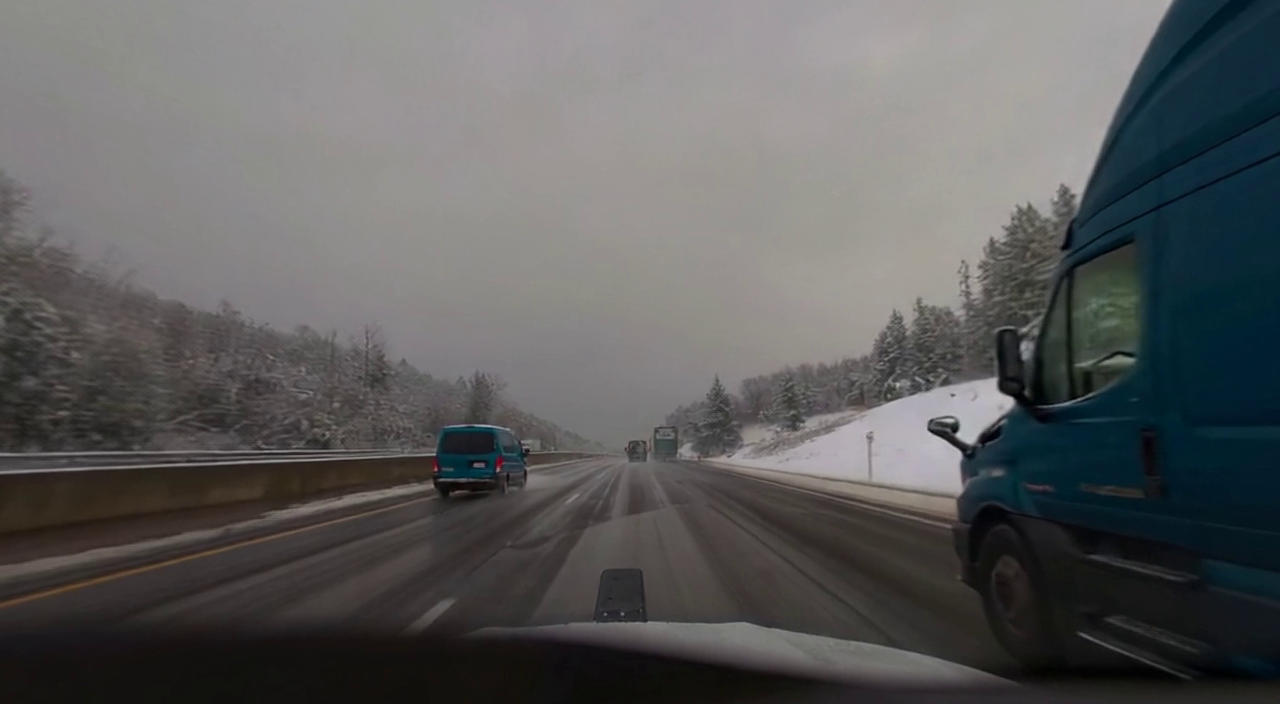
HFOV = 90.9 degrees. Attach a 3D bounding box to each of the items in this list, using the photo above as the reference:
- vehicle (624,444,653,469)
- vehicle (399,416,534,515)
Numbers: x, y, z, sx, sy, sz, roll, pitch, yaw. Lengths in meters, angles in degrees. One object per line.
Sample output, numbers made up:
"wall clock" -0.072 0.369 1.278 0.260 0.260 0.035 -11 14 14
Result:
"vehicle" -0.120 8.005 48.340 2.166 1.747 4.299 0 -9 0
"vehicle" -3.959 2.711 15.373 1.955 2.004 4.792 0 -9 0
